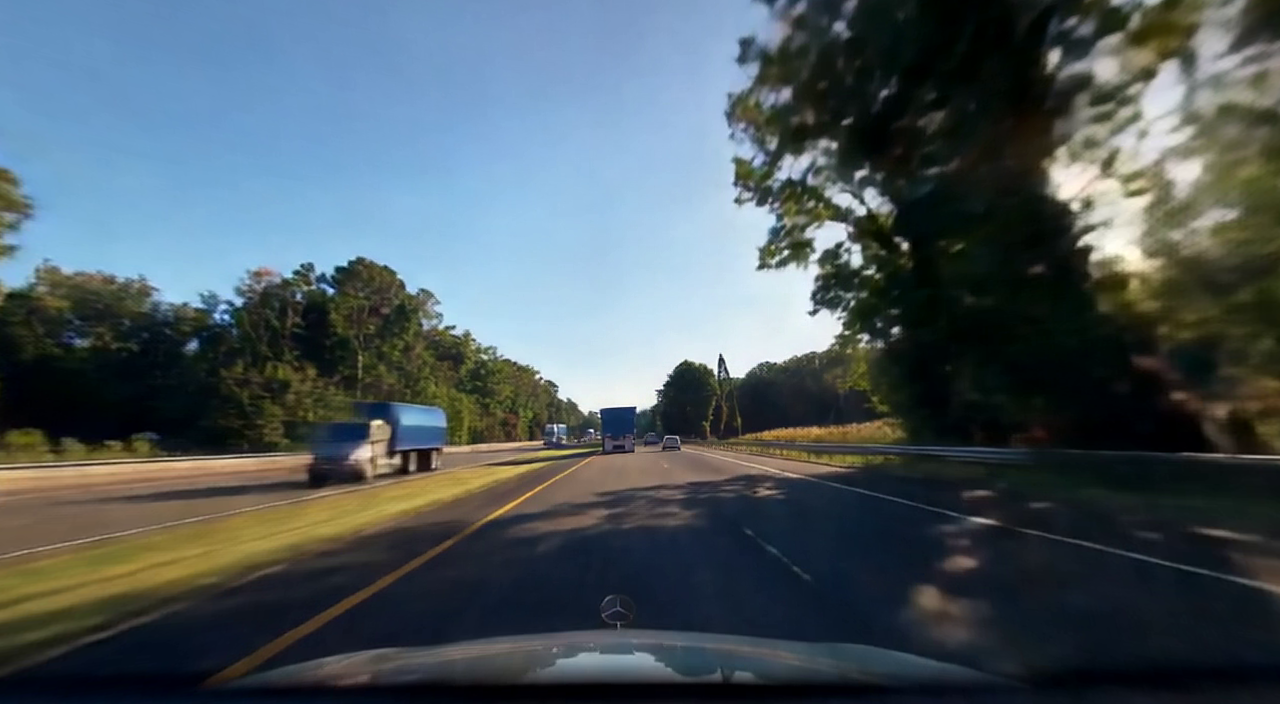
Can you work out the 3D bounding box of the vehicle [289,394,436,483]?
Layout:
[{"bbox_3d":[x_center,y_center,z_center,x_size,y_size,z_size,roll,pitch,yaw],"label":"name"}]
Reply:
[{"bbox_3d":[-9.819,3.152,23.106,2.568,2.809,6.308,0,-8,-1],"label":"vehicle"}]

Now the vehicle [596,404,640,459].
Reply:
[{"bbox_3d":[-1.391,4.980,39.203,2.450,3.098,6.965,0,-8,-2],"label":"vehicle"}]
